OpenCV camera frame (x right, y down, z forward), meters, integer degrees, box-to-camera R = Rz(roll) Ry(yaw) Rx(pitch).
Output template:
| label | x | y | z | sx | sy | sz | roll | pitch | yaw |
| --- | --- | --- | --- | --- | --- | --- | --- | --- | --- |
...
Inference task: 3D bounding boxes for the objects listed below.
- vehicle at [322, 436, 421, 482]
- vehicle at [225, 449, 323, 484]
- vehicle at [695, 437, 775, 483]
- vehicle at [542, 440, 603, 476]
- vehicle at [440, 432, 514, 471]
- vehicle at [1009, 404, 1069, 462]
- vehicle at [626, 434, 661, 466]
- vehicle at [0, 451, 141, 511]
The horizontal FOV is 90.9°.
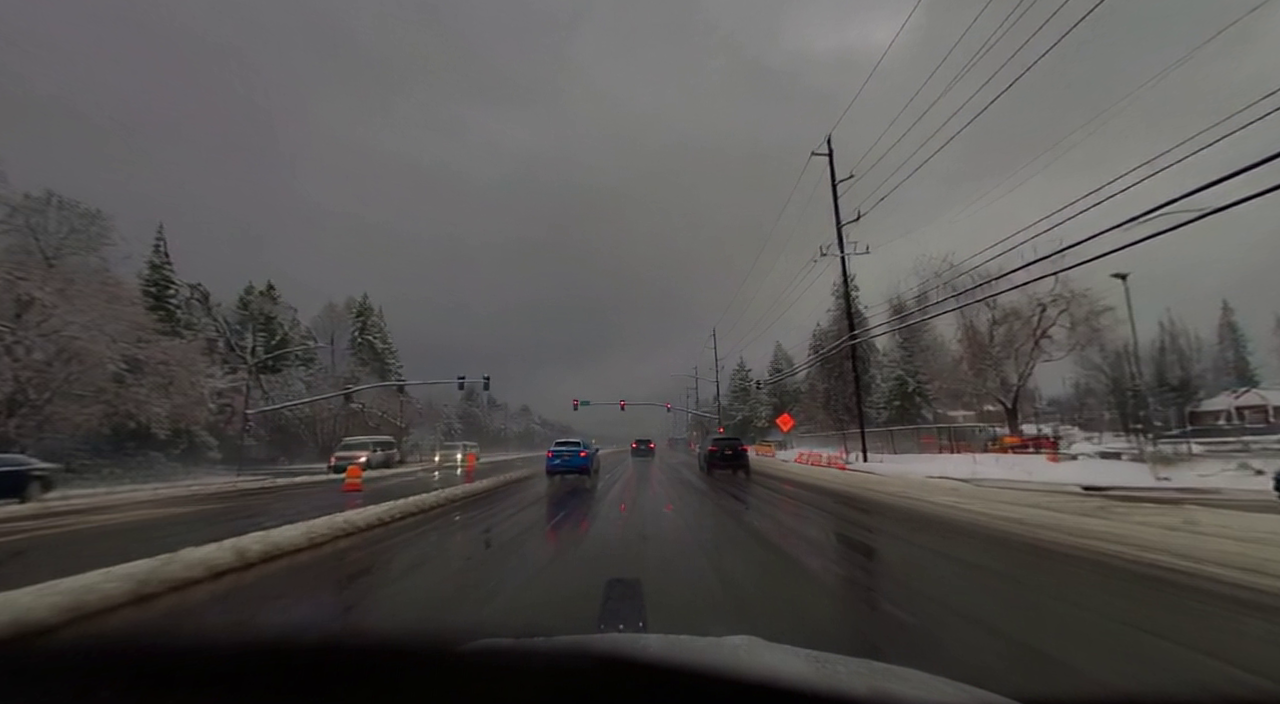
| label | x | y | z | sx | sy | sz | roll | pitch | yaw |
| --- | --- | --- | --- | --- | --- | --- | --- | --- | --- |
| vehicle | -9.705 | 3.887 | 23.140 | 1.774 | 1.535 | 3.828 | -1 | -8 | 3 |
| vehicle | -17.301 | 5.392 | 30.115 | 1.911 | 1.509 | 4.406 | 0 | -8 | 2 |
| vehicle | 3.282 | 3.850 | 22.794 | 2.142 | 1.475 | 4.565 | 0 | -8 | 0 |
| vehicle | -2.927 | 4.725 | 28.388 | 2.087 | 1.480 | 4.825 | 0 | -8 | 1 |
| vehicle | -8.983 | 5.557 | 35.349 | 2.392 | 2.012 | 5.727 | 0 | -8 | 2 |
| vehicle | 25.630 | 5.119 | 40.557 | 2.825 | 3.296 | 8.344 | -3 | -7 | 32 |
| vehicle | 0.232 | 6.068 | 39.021 | 2.060 | 1.845 | 4.151 | 0 | -8 | 0 |
| vehicle | -17.611 | 3.734 | 18.747 | 1.813 | 1.513 | 4.457 | 0 | -8 | 2 |
